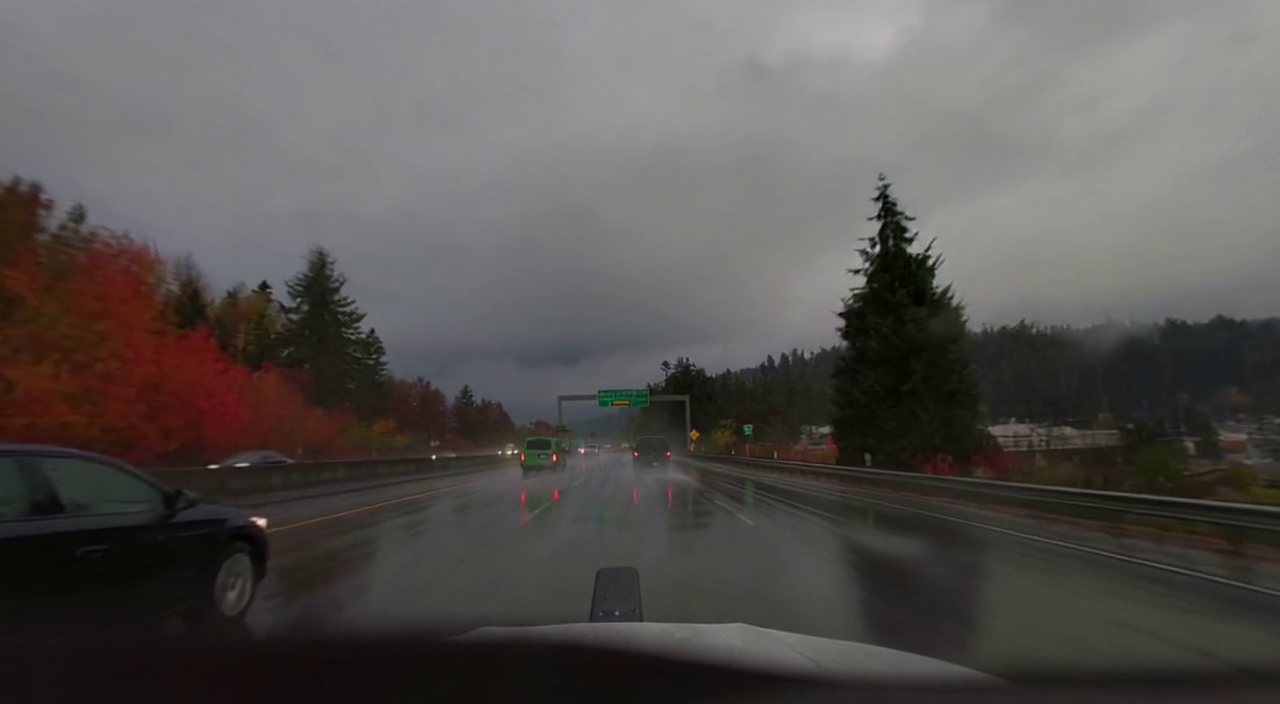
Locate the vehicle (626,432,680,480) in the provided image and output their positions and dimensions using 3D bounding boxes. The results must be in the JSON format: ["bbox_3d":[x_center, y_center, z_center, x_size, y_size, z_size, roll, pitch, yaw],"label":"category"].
[{"bbox_3d":[0.511,4.644,28.041,2.179,1.930,4.538,0,-9,-1],"label":"vehicle"}]

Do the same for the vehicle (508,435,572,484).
[{"bbox_3d":[-3.998,4.381,25.731,2.021,1.790,3.907,0,-9,0],"label":"vehicle"}]

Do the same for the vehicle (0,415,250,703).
[{"bbox_3d":[-3.845,0.952,2.192,2.020,1.496,4.552,0,-9,0],"label":"vehicle"}]
